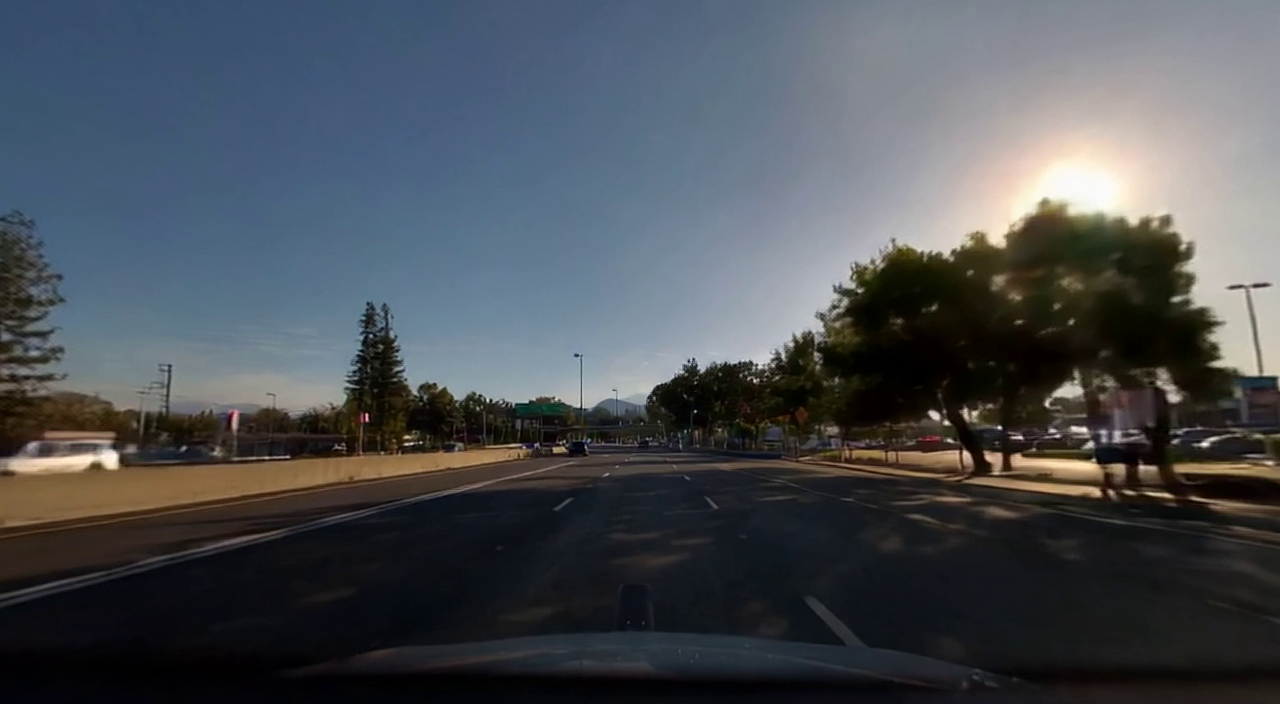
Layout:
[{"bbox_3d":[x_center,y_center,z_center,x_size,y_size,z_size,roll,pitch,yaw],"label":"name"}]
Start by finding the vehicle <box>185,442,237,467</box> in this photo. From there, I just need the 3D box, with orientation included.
[{"bbox_3d":[-26.503,6.336,38.996,1.523,1.449,2.219,-1,-9,5],"label":"vehicle"}]

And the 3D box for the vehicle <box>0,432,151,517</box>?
[{"bbox_3d":[-13.743,2.650,14.003,2.078,1.684,4.505,0,-8,1],"label":"vehicle"}]

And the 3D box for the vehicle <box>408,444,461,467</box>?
[{"bbox_3d":[-13.837,6.960,42.773,1.951,1.470,4.673,0,-8,1],"label":"vehicle"}]
